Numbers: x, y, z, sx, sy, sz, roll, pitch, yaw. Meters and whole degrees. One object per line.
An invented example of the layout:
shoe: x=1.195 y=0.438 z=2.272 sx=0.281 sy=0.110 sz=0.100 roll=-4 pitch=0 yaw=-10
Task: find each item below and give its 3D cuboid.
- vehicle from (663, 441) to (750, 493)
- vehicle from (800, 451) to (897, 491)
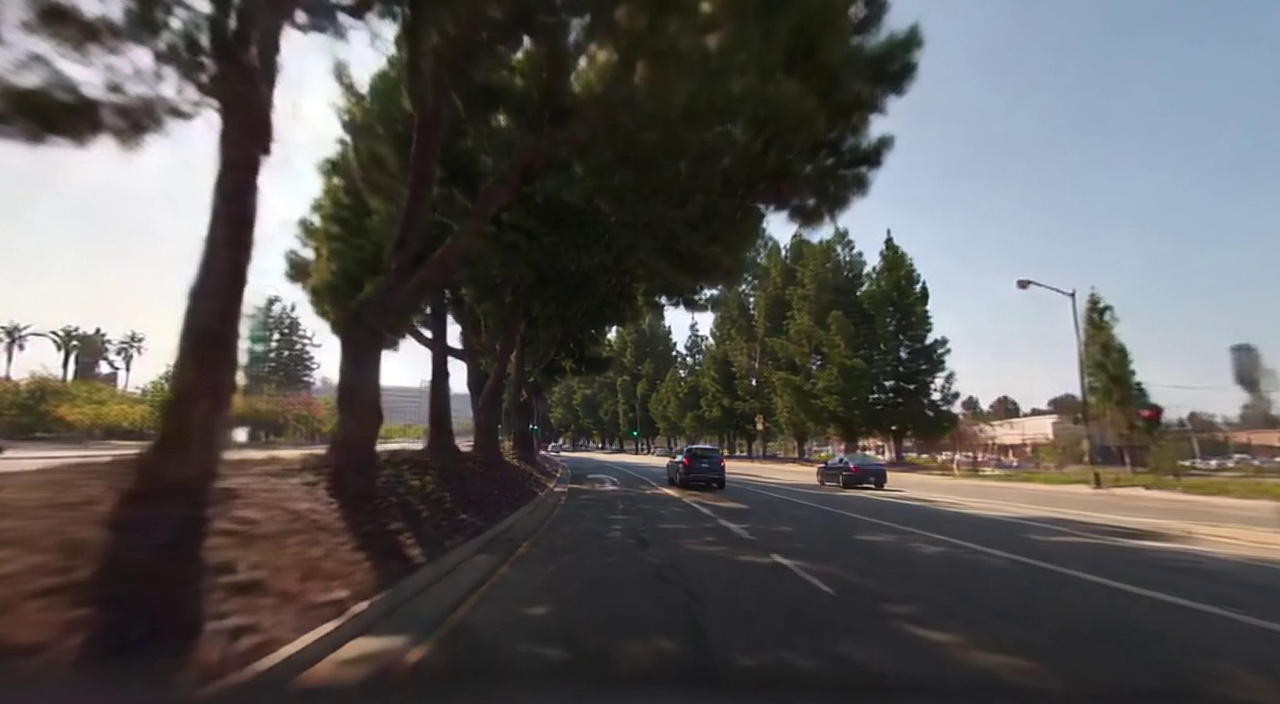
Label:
vehicle: x=2.244 y=4.043 z=22.714 sx=2.122 sy=1.646 sz=4.525 roll=1 pitch=-9 yaw=-7
vehicle: x=8.491 y=4.862 z=26.282 sx=1.940 sy=1.460 sz=4.652 roll=1 pitch=-9 yaw=-8
